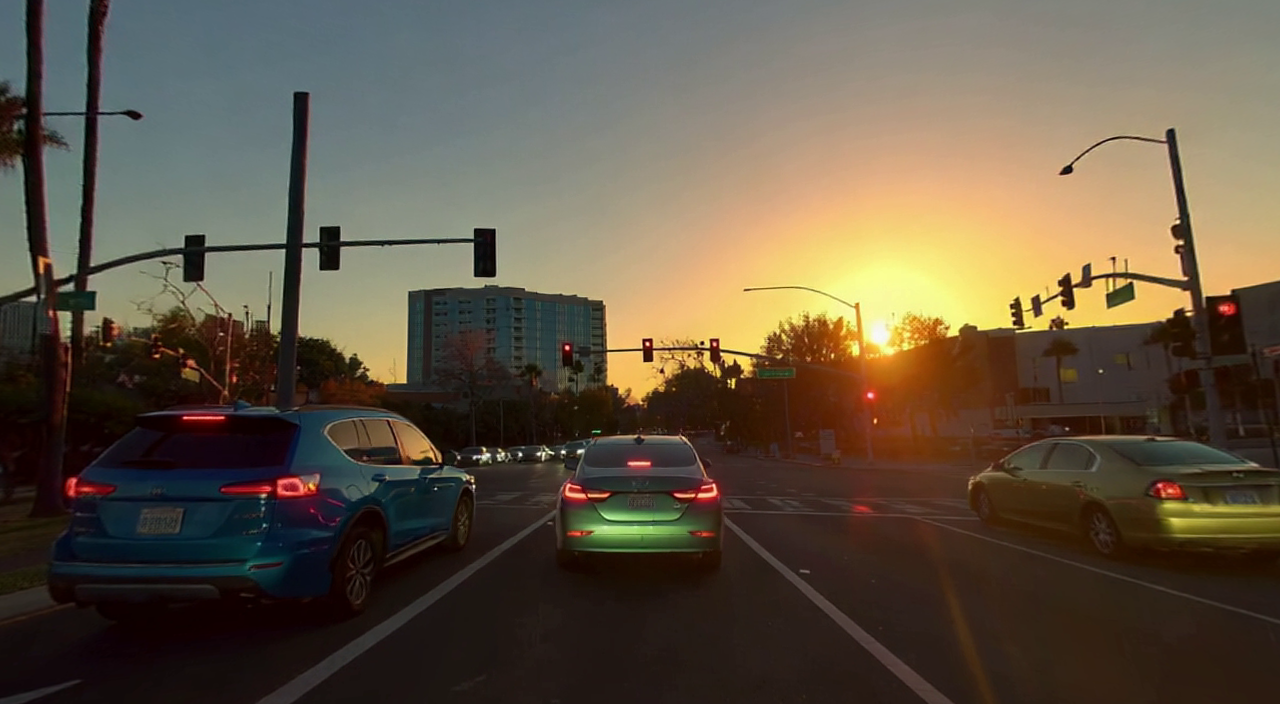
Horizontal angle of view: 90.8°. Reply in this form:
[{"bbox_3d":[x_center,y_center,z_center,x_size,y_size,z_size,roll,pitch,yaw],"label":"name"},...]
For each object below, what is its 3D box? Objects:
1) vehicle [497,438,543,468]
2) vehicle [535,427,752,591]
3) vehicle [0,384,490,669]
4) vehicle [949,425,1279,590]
[{"bbox_3d":[-7.911,6.698,42.066,2.130,1.810,4.450,-2,-8,1],"label":"vehicle"},{"bbox_3d":[0.004,1.704,7.718,1.942,1.445,3.973,0,-8,-1],"label":"vehicle"},{"bbox_3d":[-3.095,1.365,6.082,2.051,1.682,4.467,0,-8,2],"label":"vehicle"},{"bbox_3d":[6.095,1.756,8.082,1.970,1.489,4.482,0,-8,-1],"label":"vehicle"}]
